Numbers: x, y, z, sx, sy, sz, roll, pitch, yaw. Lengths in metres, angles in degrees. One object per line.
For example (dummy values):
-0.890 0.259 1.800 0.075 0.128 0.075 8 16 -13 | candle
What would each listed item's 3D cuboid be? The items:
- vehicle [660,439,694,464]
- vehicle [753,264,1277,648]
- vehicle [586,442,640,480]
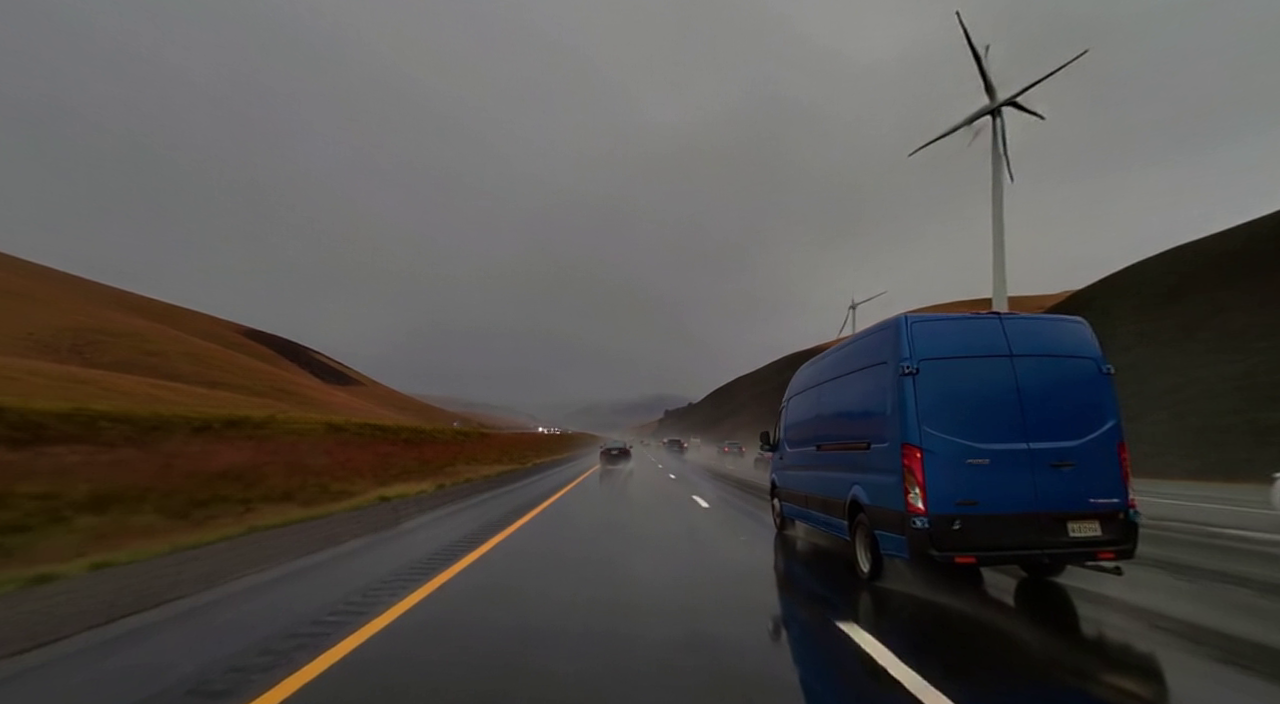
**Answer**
2.615 7.160 45.744 2.108 1.717 3.996 0 -8 -2 | vehicle
3.040 1.085 7.235 2.365 2.630 5.754 0 -8 0 | vehicle
-1.053 4.438 26.078 2.082 1.445 3.826 0 -8 -1 | vehicle
